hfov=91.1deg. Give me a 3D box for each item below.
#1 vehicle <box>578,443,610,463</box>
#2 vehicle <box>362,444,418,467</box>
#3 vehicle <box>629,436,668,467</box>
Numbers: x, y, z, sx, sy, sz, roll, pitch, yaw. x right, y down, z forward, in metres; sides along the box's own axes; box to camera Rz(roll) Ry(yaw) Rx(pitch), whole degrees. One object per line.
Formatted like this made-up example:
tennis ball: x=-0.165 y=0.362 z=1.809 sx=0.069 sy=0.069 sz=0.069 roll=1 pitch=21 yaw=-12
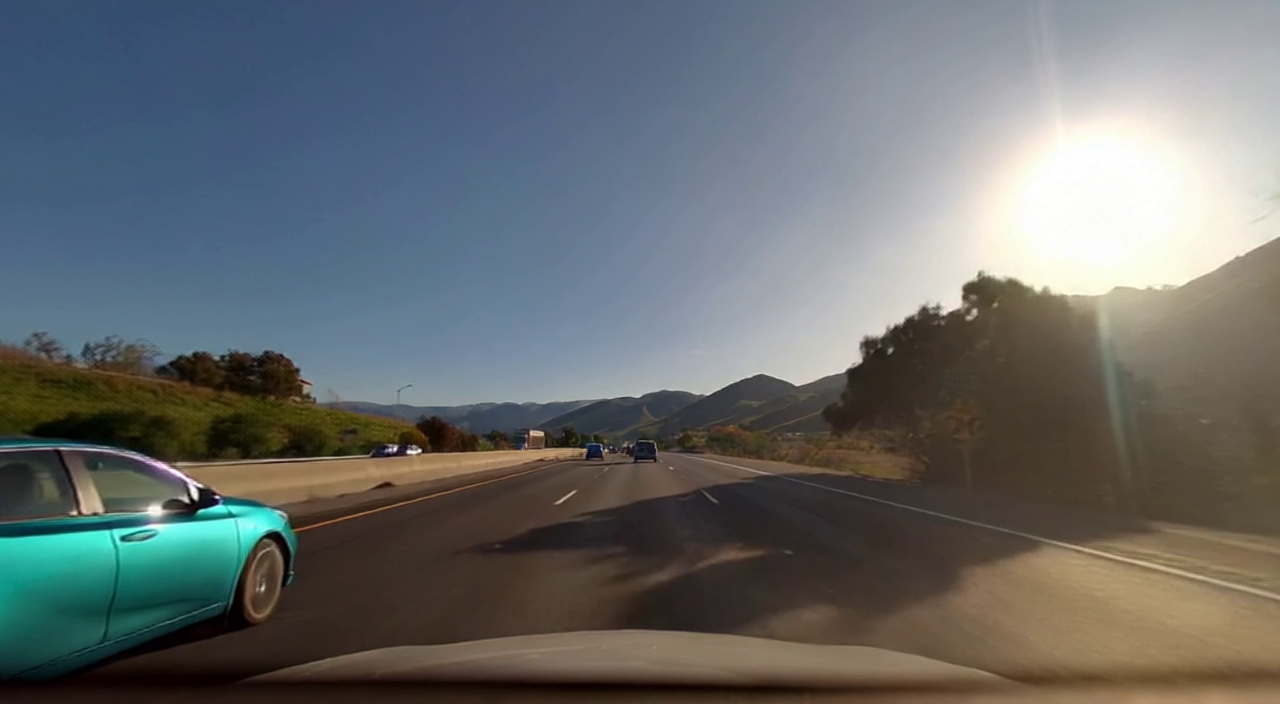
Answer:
vehicle: x=-3.516 y=7.875 z=48.962 sx=2.082 sy=1.485 sz=4.237 roll=0 pitch=-8 yaw=1
vehicle: x=-17.557 y=7.267 z=44.327 sx=1.939 sy=1.540 sz=4.874 roll=0 pitch=-8 yaw=0
vehicle: x=0.490 y=6.239 z=39.510 sx=2.272 sy=1.836 sz=4.866 roll=0 pitch=-8 yaw=0
